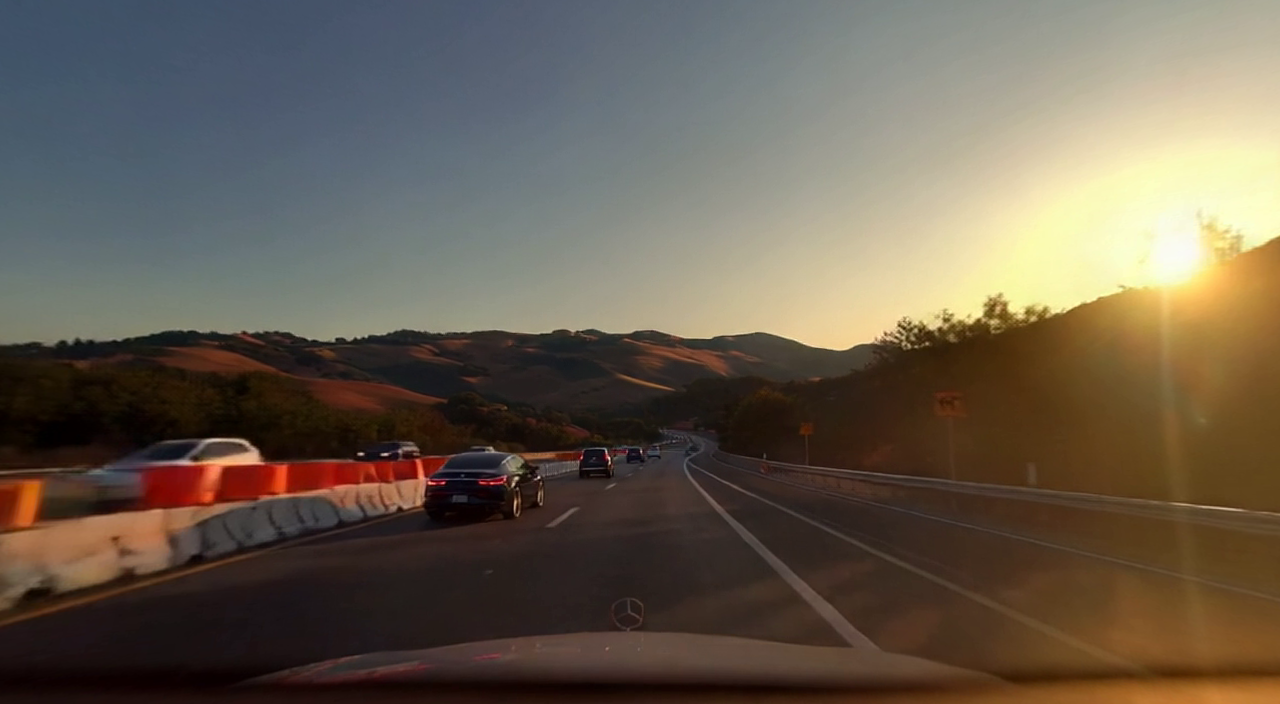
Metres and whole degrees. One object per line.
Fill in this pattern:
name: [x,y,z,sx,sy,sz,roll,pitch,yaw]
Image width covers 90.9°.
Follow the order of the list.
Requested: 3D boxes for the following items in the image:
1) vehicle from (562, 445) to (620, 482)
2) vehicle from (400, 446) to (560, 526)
vehicle: [-2.042,4.821,27.529,2.094,1.480,4.124,0,-9,2]
vehicle: [-2.970,2.577,12.669,2.061,1.330,3.928,0,-9,2]
